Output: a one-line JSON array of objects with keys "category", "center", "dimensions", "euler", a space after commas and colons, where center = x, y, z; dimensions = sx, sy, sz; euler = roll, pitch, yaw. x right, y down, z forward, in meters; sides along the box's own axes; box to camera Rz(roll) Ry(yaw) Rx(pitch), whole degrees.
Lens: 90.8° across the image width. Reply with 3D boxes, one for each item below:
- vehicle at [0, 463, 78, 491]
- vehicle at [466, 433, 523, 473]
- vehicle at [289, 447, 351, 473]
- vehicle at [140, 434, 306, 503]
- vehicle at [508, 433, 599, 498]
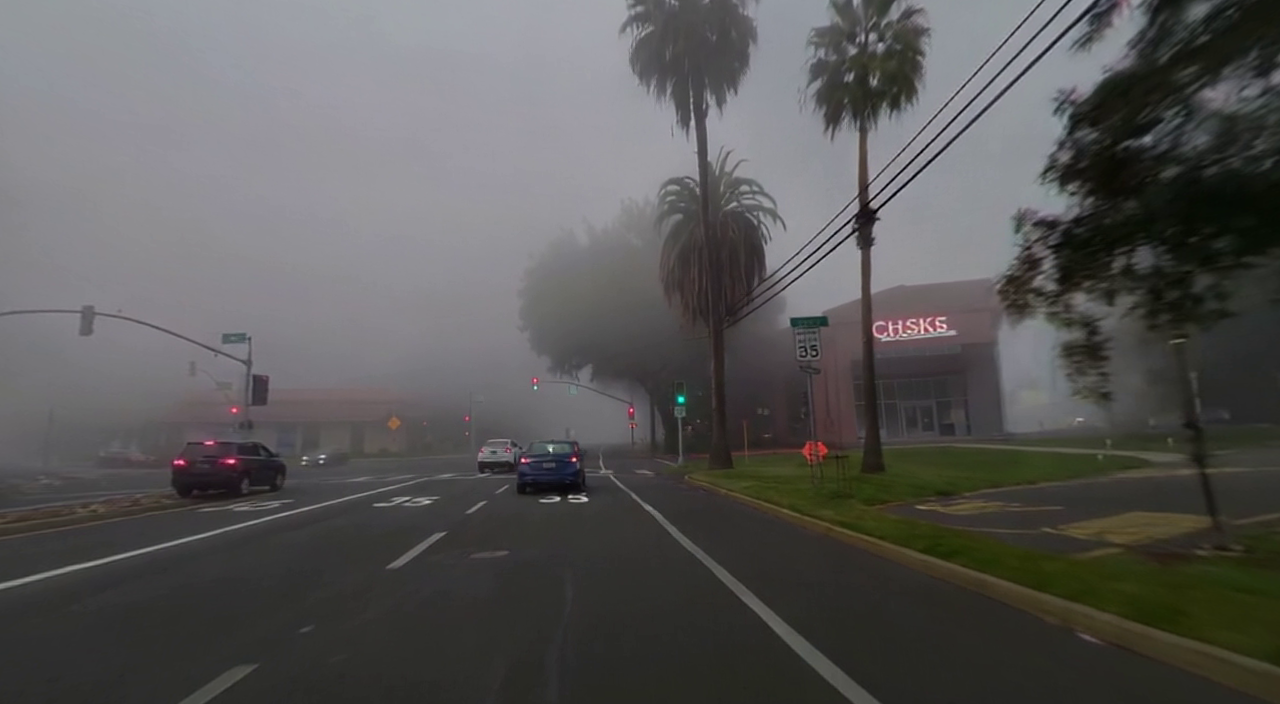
[{"category": "vehicle", "center": [-37.369, 7.590, 38.396], "dimensions": [4.276, 1.576, 1.917], "euler": [1, -8, -6]}, {"category": "vehicle", "center": [-6.753, 4.733, 29.746], "dimensions": [2.077, 1.715, 3.903], "euler": [1, -8, -6]}, {"category": "vehicle", "center": [-19.987, 6.713, 39.630], "dimensions": [1.879, 1.496, 4.510], "euler": [1, -8, -5]}, {"category": "vehicle", "center": [-12.376, 3.438, 19.249], "dimensions": [2.050, 1.811, 4.752], "euler": [0, -8, -4]}, {"category": "vehicle", "center": [-2.236, 2.909, 16.681], "dimensions": [2.063, 1.474, 4.334], "euler": [1, -8, -7]}]
